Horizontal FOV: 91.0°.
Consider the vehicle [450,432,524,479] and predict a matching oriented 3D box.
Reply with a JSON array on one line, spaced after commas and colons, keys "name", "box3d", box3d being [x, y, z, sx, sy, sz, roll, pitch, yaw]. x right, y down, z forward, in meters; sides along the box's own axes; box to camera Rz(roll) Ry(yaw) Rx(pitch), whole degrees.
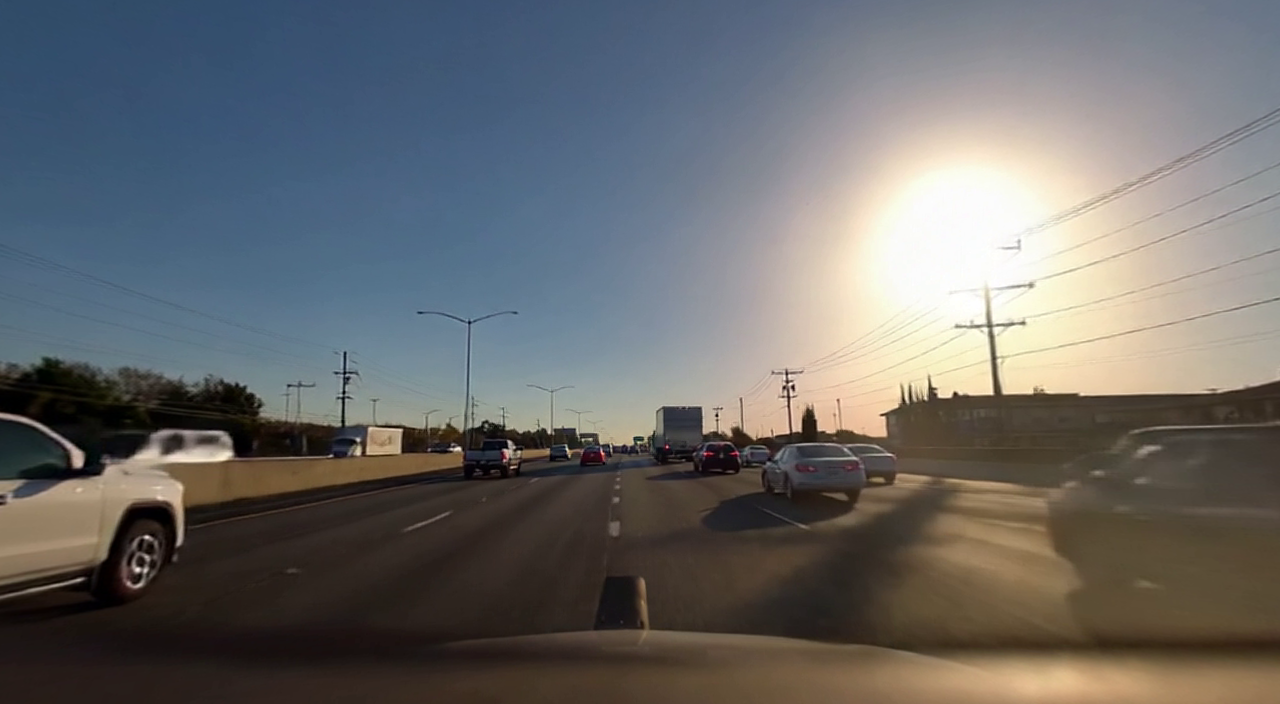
[{"name": "vehicle", "box3d": [-6.511, 4.476, 27.404, 2.147, 1.825, 4.602, 0, -9, -1]}]

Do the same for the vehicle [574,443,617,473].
[{"name": "vehicle", "box3d": [-2.312, 5.675, 33.874, 2.060, 1.508, 4.308, 0, -9, -1]}]

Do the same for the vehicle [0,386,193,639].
[{"name": "vehicle", "box3d": [-5.400, 1.030, 3.884, 2.127, 1.705, 4.374, 1, -9, -2]}]

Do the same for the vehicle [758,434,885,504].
[{"name": "vehicle", "box3d": [4.626, 3.056, 16.826, 1.978, 1.607, 4.245, 1, -9, -2]}]

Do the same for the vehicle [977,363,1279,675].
[{"name": "vehicle", "box3d": [4.726, 1.056, 4.206, 2.086, 1.783, 4.868, 1, -9, -2]}]

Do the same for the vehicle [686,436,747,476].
[{"name": "vehicle", "box3d": [3.662, 5.093, 31.094, 2.182, 1.782, 4.800, 1, -9, -2]}]
